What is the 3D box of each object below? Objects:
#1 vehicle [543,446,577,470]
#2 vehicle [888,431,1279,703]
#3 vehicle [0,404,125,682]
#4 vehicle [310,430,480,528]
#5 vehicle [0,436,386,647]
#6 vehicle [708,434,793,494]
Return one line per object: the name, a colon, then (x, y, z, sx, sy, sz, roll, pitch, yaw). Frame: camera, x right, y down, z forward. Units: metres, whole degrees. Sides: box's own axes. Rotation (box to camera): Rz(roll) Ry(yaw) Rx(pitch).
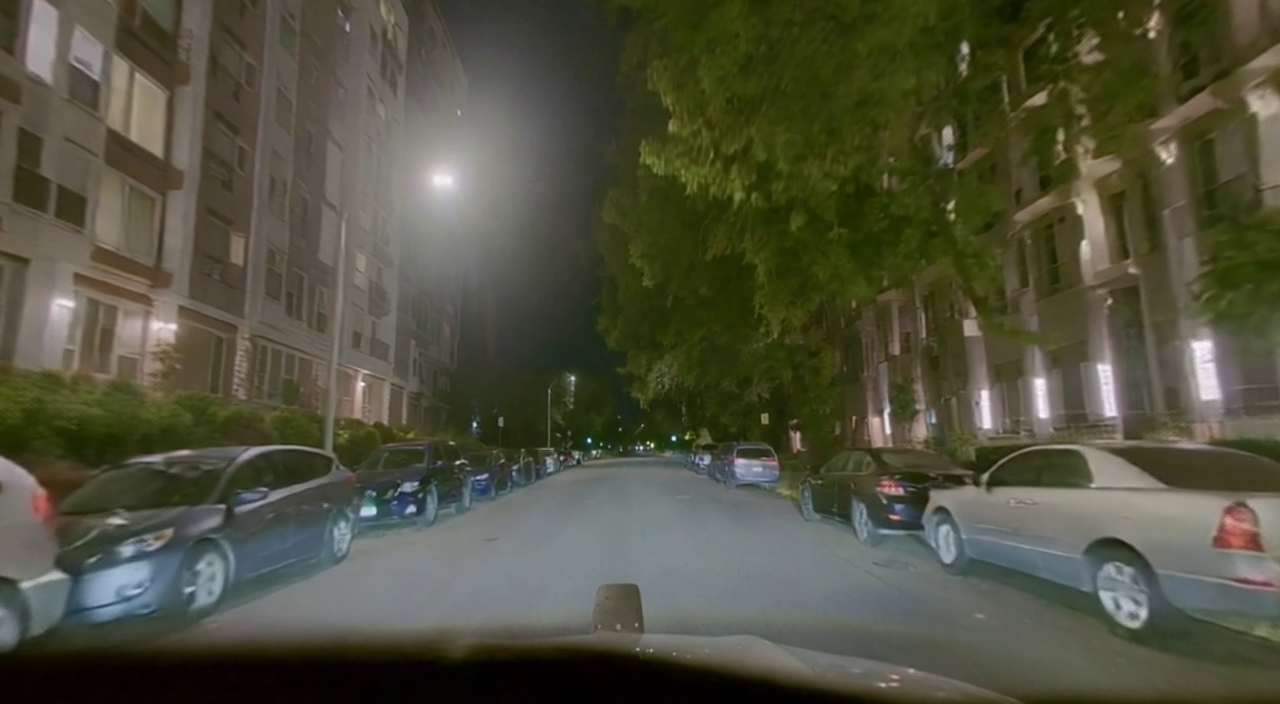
vehicle: (-5.388, 7.207, 43.207, 1.647, 1.481, 4.433, 0, -8, 2)
vehicle: (4.094, 1.525, 5.598, 1.707, 1.528, 4.812, 0, -8, -2)
vehicle: (-5.026, 1.032, 2.866, 2.274, 1.679, 3.639, 0, -8, 0)
vehicle: (-4.964, 2.614, 13.648, 1.922, 1.728, 4.628, 0, -8, -2)
vehicle: (-4.876, 1.786, 7.268, 2.049, 1.509, 4.783, -2, -7, -2)
vehicle: (3.603, 3.762, 21.621, 1.912, 1.781, 5.159, 0, -8, -1)
